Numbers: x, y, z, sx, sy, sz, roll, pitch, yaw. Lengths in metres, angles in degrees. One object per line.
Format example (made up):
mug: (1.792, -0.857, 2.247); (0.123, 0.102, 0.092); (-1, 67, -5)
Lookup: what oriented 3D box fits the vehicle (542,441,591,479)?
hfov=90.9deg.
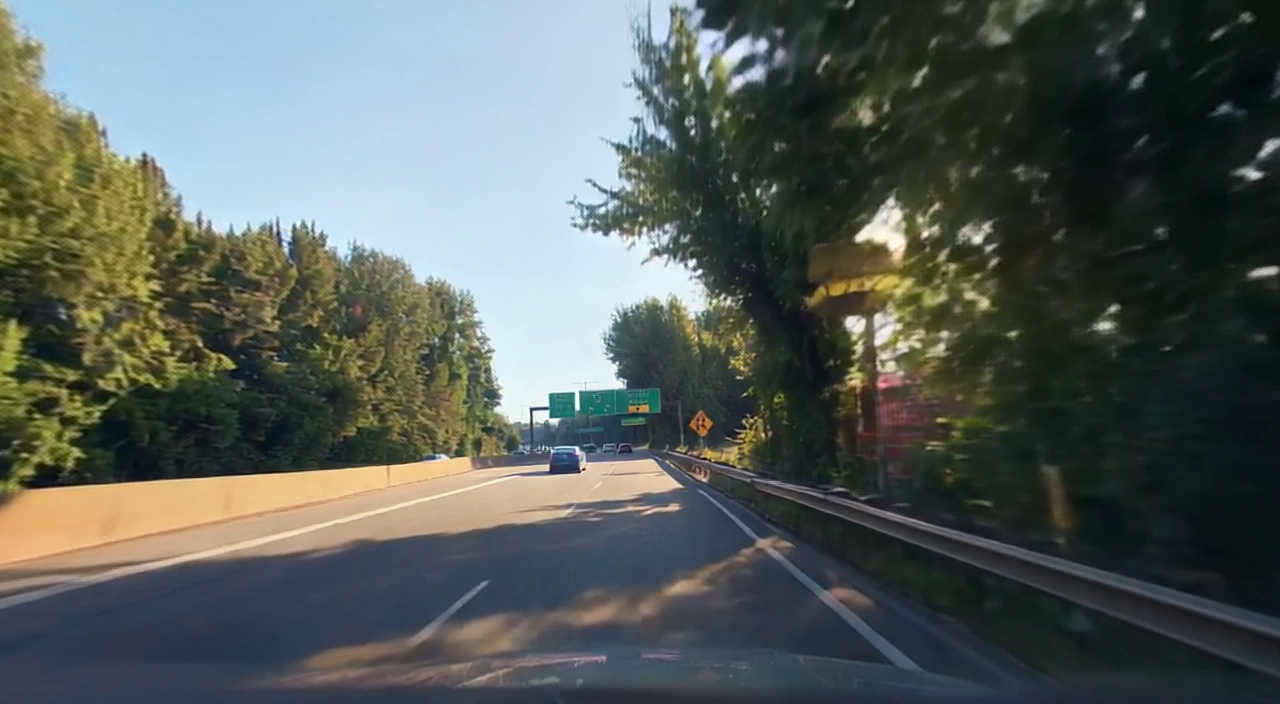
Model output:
vehicle: (-3.143, 4.693, 27.530); (1.675, 1.537, 3.574); (0, -9, 1)
